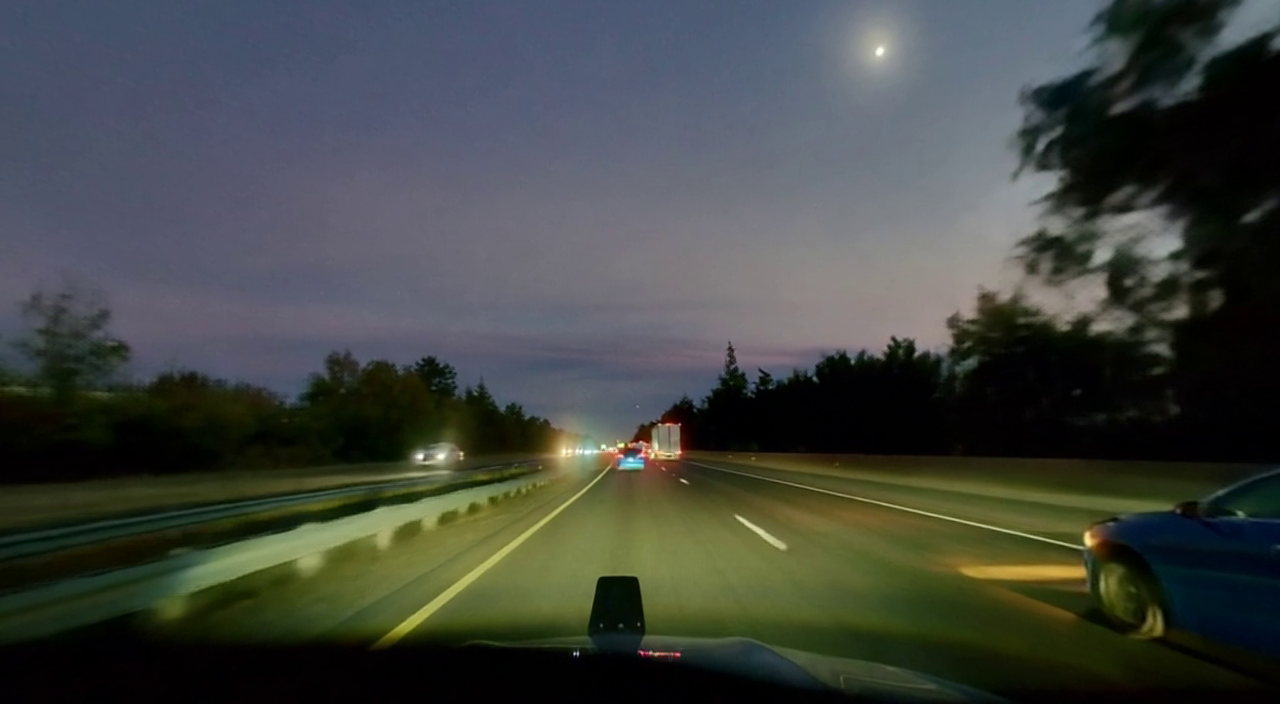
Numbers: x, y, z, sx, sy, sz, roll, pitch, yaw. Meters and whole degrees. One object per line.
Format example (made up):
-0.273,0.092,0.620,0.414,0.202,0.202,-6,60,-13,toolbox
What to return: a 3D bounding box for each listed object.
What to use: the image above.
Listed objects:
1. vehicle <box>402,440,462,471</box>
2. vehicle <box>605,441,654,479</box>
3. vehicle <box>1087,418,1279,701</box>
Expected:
-12.365,6.178,37.735,1.994,1.729,4.652,0,-9,0,vehicle
-0.489,5.205,30.501,2.190,1.706,4.062,0,-9,-1,vehicle
4.210,0.956,2.610,1.917,1.421,3.759,0,-9,0,vehicle
